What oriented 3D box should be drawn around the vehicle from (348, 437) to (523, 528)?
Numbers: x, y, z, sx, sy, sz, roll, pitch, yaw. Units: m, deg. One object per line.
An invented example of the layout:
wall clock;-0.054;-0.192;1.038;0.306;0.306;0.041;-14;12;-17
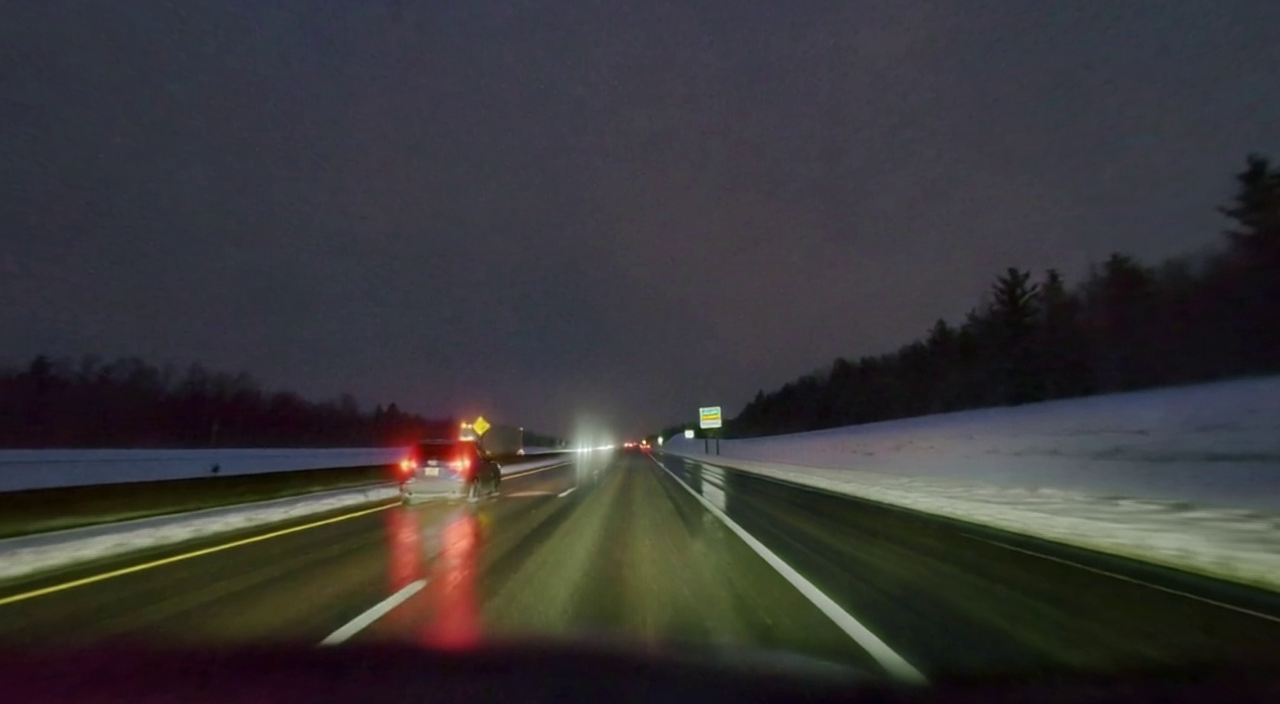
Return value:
vehicle;-3.989;2.625;13.304;2.118;1.562;4.541;-1;-9;1
